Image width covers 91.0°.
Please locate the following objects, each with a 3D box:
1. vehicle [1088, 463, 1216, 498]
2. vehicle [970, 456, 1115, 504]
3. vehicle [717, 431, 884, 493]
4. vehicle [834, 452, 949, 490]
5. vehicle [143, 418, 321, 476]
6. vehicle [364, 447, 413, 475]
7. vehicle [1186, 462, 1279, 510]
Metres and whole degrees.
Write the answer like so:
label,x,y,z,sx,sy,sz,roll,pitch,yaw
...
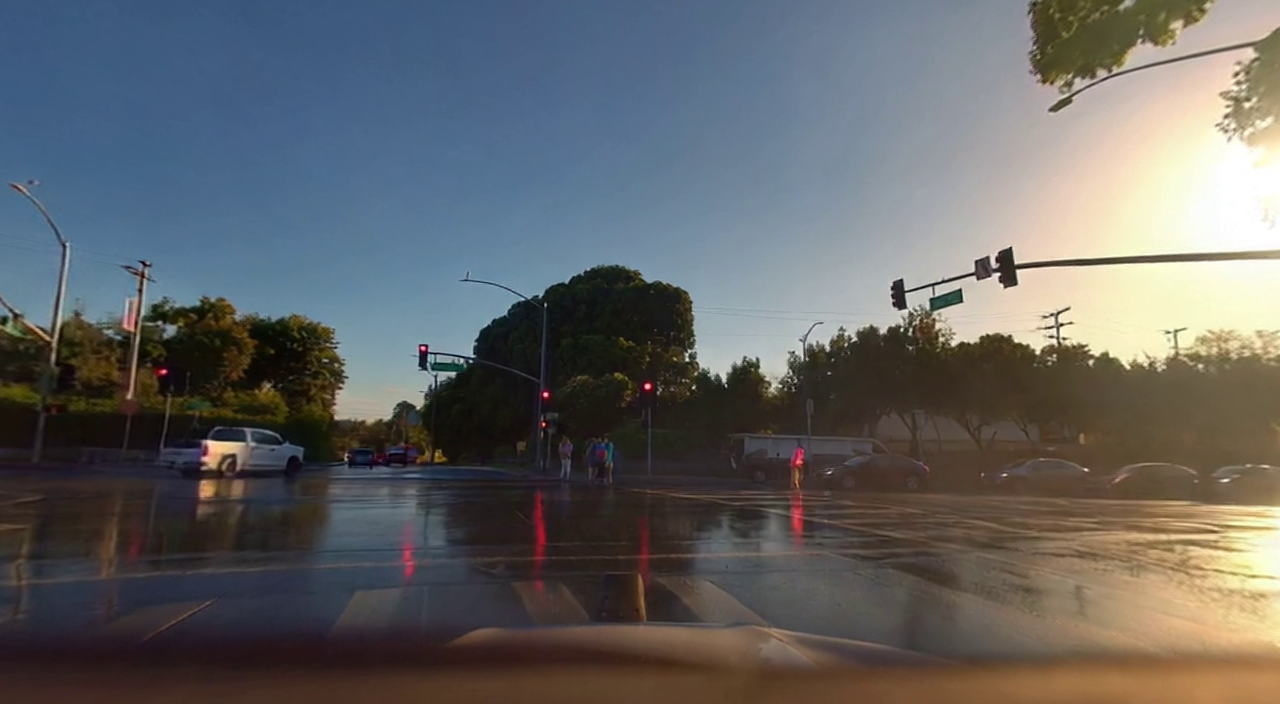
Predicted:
label,x,y,z,sx,sy,sz,roll,pitch,yaw
vehicle,24.817,6.224,30.595,4.793,1.533,1.874,1,-9,-6
vehicle,15.688,4.969,24.692,4.356,1.498,1.957,-2,-8,-5
vehicle,5.853,4.047,23.235,5.535,1.896,2.170,4,-9,-8
vehicle,11.565,5.482,29.111,4.537,1.608,1.827,1,-9,-7
vehicle,-15.860,3.768,25.000,2.243,2.011,5.631,-3,-9,18
vehicle,-14.984,6.478,37.703,1.964,1.525,4.750,2,-9,-13
vehicle,25.063,5.394,25.477,4.322,1.522,1.795,-3,-10,-7
